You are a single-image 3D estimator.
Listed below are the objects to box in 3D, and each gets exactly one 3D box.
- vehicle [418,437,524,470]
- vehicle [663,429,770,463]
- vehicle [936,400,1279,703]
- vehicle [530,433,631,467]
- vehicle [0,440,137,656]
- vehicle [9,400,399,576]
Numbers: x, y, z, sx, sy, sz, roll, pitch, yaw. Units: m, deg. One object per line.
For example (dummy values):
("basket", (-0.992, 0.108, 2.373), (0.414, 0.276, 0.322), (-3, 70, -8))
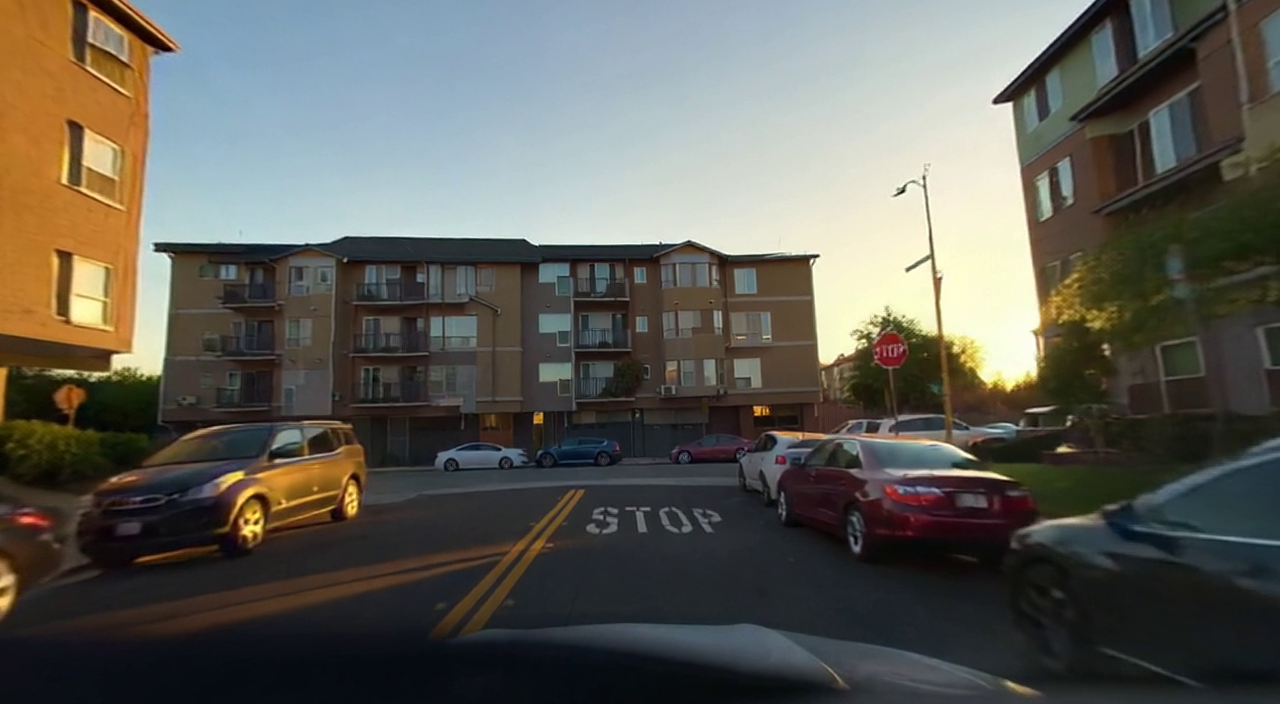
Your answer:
("vehicle", (-7.637, 4.629, 28.922), (4.423, 1.449, 1.813), (1, -8, -5))
("vehicle", (3.499, 4.383, 29.493), (4.681, 1.480, 1.817), (0, -8, -3))
("vehicle", (3.195, 0.943, 2.371), (1.919, 1.490, 4.339), (0, -8, -2))
("vehicle", (-2.707, 4.522, 29.267), (4.489, 1.470, 1.776), (1, -8, -4))
("vehicle", (-5.550, 1.227, 3.342), (2.129, 1.505, 4.510), (0, -8, -1))
("vehicle", (-5.943, 1.916, 10.030), (2.208, 1.903, 6.040), (0, -8, -4))
